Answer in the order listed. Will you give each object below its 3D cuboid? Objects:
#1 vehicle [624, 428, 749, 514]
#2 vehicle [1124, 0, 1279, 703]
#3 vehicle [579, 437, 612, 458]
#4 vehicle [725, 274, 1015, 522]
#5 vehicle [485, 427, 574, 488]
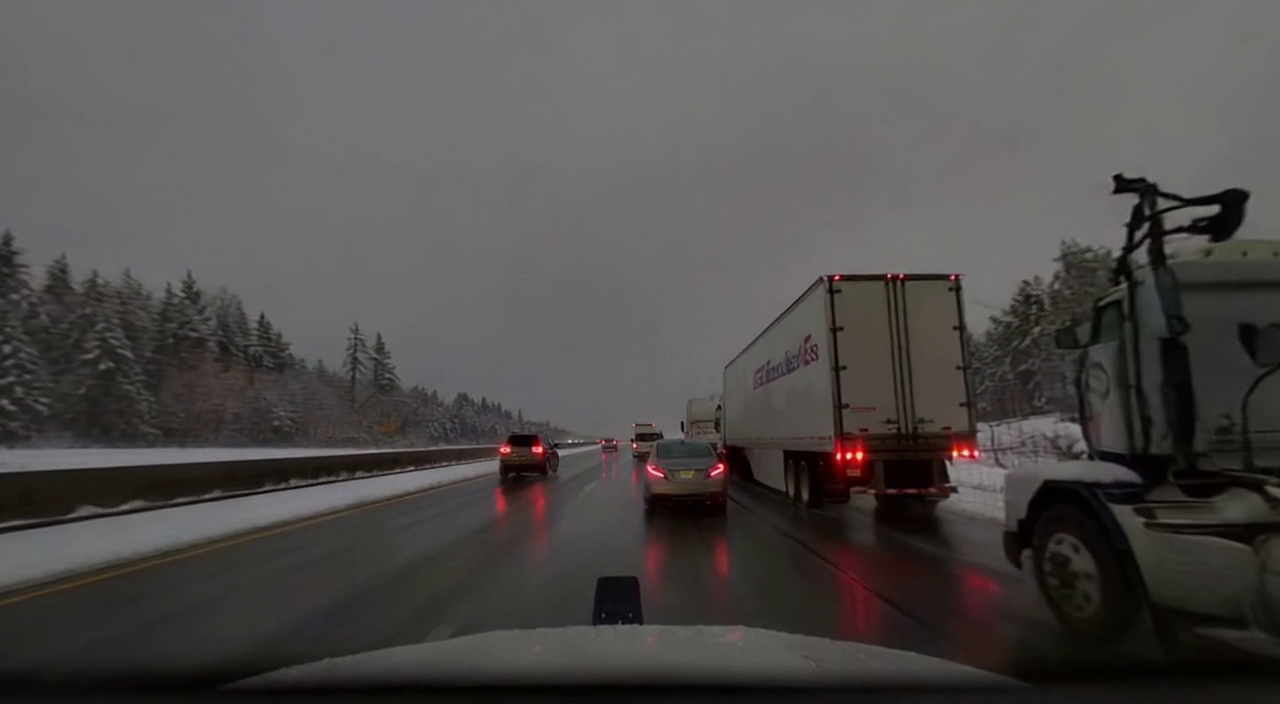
[{"bbox_3d":[0.809,2.395,13.285,2.200,1.495,4.282,0,-8,0],"label":"vehicle"},{"bbox_3d":[4.499,-0.565,0.659,2.981,3.988,6.053,0,-8,0],"label":"vehicle"},{"bbox_3d":[-3.439,7.533,49.836,2.181,1.538,4.169,0,-8,1],"label":"vehicle"},{"bbox_3d":[4.693,1.670,17.542,2.883,4.070,14.423,0,-8,1],"label":"vehicle"},{"bbox_3d":[-3.401,3.316,20.325,2.006,1.729,4.447,0,-8,1],"label":"vehicle"}]
